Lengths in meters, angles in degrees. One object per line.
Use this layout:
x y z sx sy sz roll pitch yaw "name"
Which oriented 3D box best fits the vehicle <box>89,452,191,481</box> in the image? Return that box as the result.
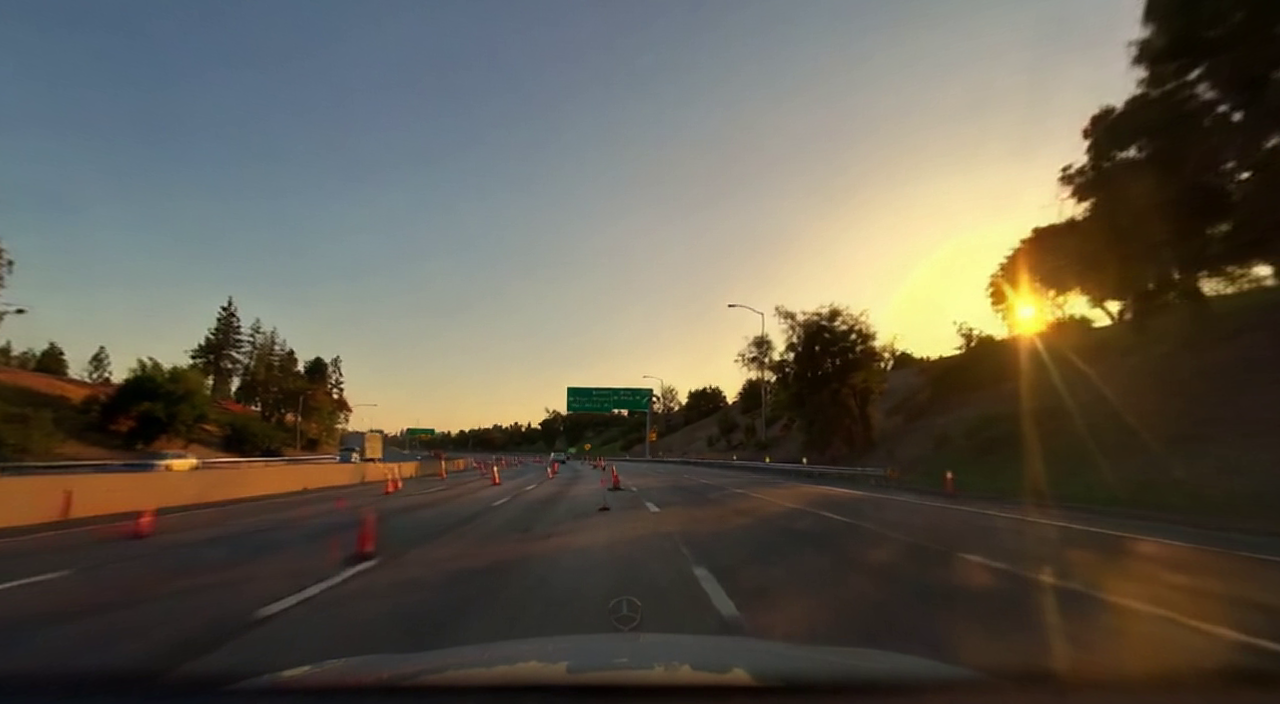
-28.414 6.499 36.031 2.148 1.505 4.735 0 -9 -4 "vehicle"
